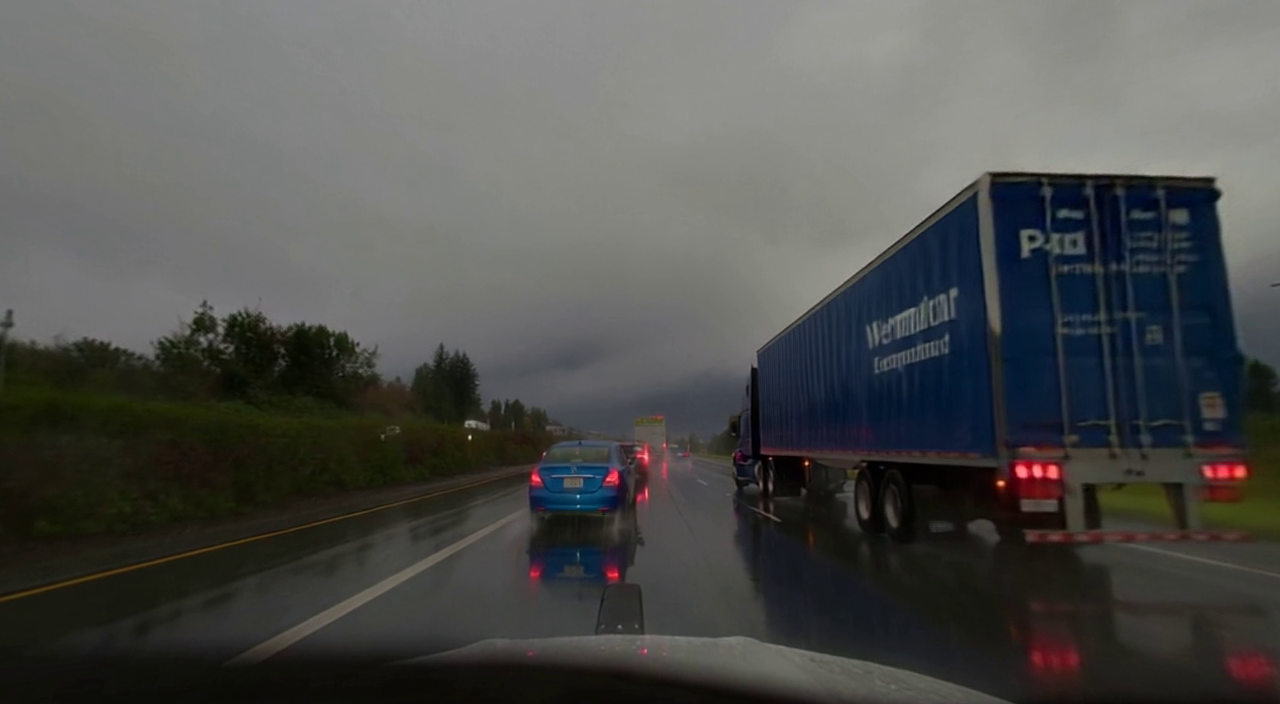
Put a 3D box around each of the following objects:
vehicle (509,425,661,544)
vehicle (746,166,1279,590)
[{"bbox_3d":[-0.741,2.076,10.396,2.038,1.582,3.729,0,-9,0],"label":"vehicle"},{"bbox_3d":[4.856,1.213,12.925,2.825,4.043,14.051,0,-9,0],"label":"vehicle"}]
